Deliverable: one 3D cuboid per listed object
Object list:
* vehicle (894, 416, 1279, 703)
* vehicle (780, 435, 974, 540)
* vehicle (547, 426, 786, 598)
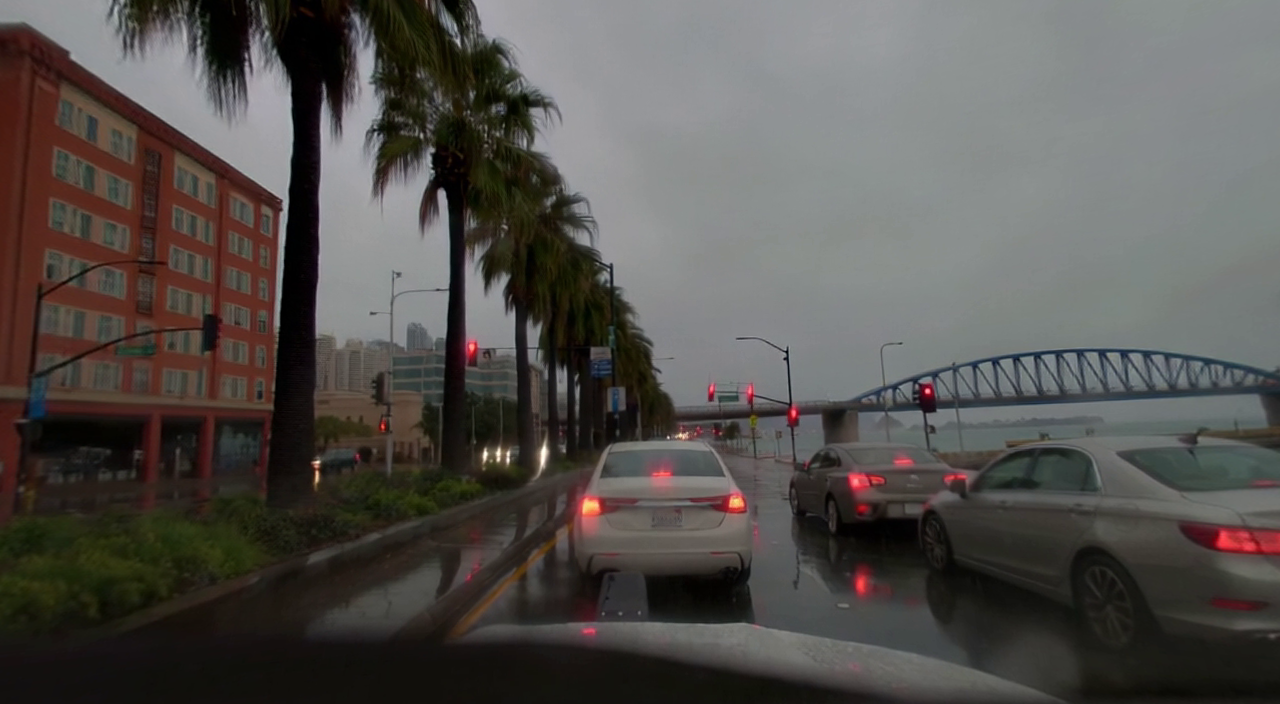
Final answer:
[{"bbox_3d":[3.912,1.360,5.091,1.913,1.469,4.425,0,-9,1],"label":"vehicle"},{"bbox_3d":[3.893,2.285,11.325,1.920,1.490,4.417,-1,-9,2],"label":"vehicle"},{"bbox_3d":[0.263,1.698,7.486,2.093,1.503,3.681,0,-9,1],"label":"vehicle"}]
